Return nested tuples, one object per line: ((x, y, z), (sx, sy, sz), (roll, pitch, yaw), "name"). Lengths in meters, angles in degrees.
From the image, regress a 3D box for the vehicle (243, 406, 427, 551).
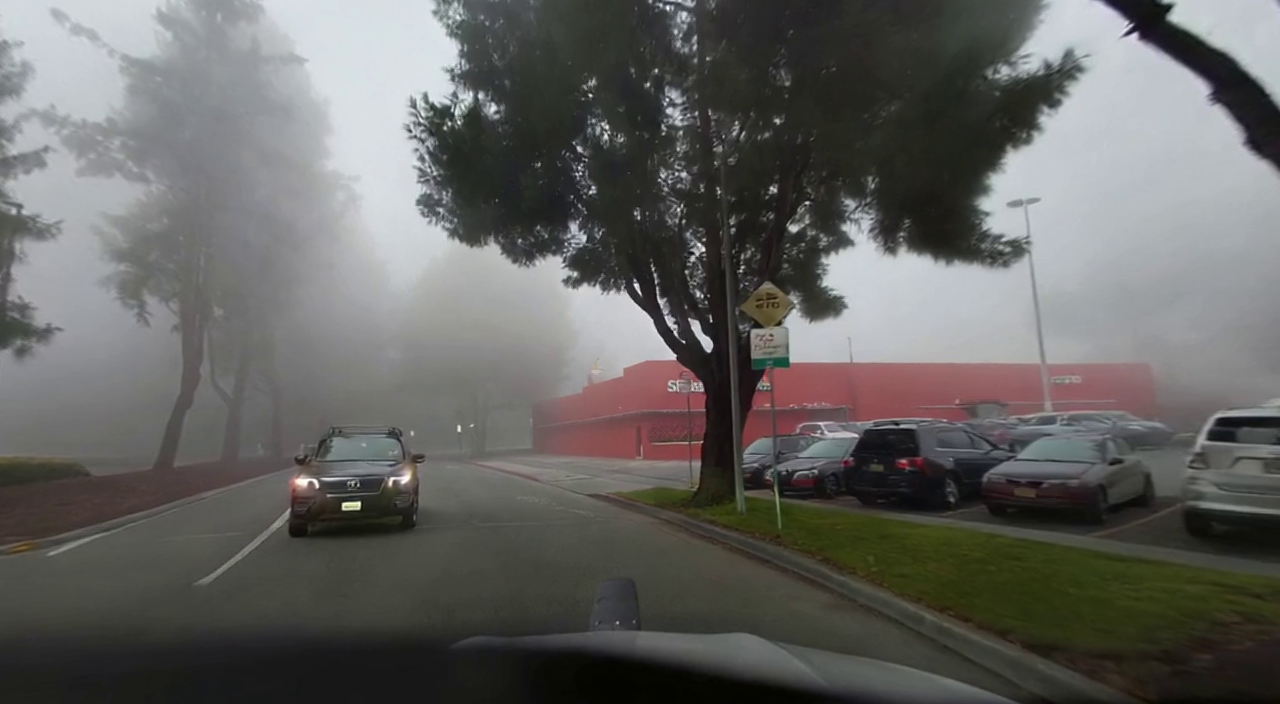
((-4.577, 1.868, 10.092), (2.065, 1.773, 4.128), (3, -8, -19), "vehicle")

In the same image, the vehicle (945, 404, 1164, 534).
((6.043, 1.575, 9.022), (1.911, 1.440, 3.543), (-7, -11, 43), "vehicle")

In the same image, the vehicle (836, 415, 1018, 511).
((5.394, 1.973, 11.645), (1.925, 1.455, 3.577), (-7, -11, 43), "vehicle")

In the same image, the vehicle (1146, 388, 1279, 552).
((7.139, 1.239, 7.021), (1.941, 1.446, 4.093), (-7, -10, 42), "vehicle")

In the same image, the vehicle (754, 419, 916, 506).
((4.376, 2.348, 13.849), (1.935, 1.441, 3.556), (-9, -8, 42), "vehicle")

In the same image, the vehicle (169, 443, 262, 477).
((-19.931, 5.046, 29.688), (1.802, 1.482, 3.661), (0, -8, 0), "vehicle")
